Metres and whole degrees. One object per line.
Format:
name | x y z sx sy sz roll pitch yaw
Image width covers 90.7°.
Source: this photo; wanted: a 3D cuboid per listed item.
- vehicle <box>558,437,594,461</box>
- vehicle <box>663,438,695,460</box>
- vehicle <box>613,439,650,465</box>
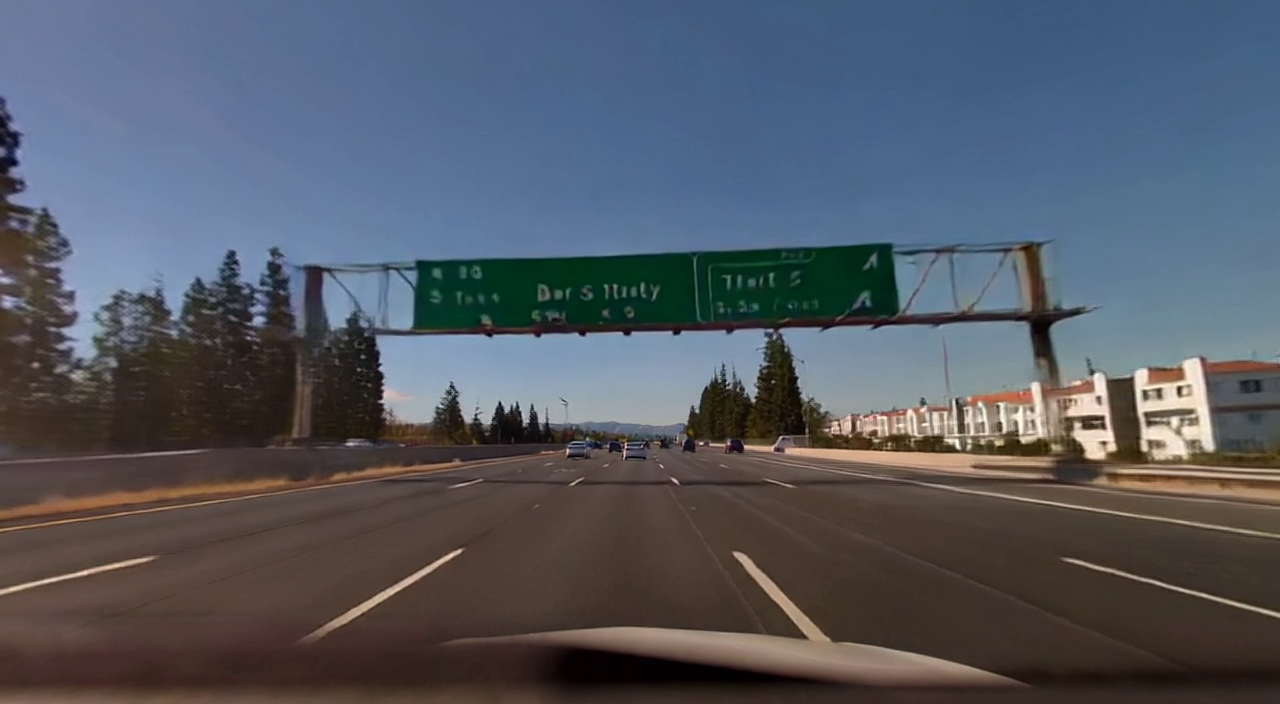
vehicle | -4.741 7.298 47.754 2.260 1.706 4.177 0 -8 0
vehicle | 2.869 7.319 47.858 2.084 1.624 3.935 0 -8 -1
vehicle | -0.506 6.093 38.617 2.146 1.485 4.332 0 -8 -1
